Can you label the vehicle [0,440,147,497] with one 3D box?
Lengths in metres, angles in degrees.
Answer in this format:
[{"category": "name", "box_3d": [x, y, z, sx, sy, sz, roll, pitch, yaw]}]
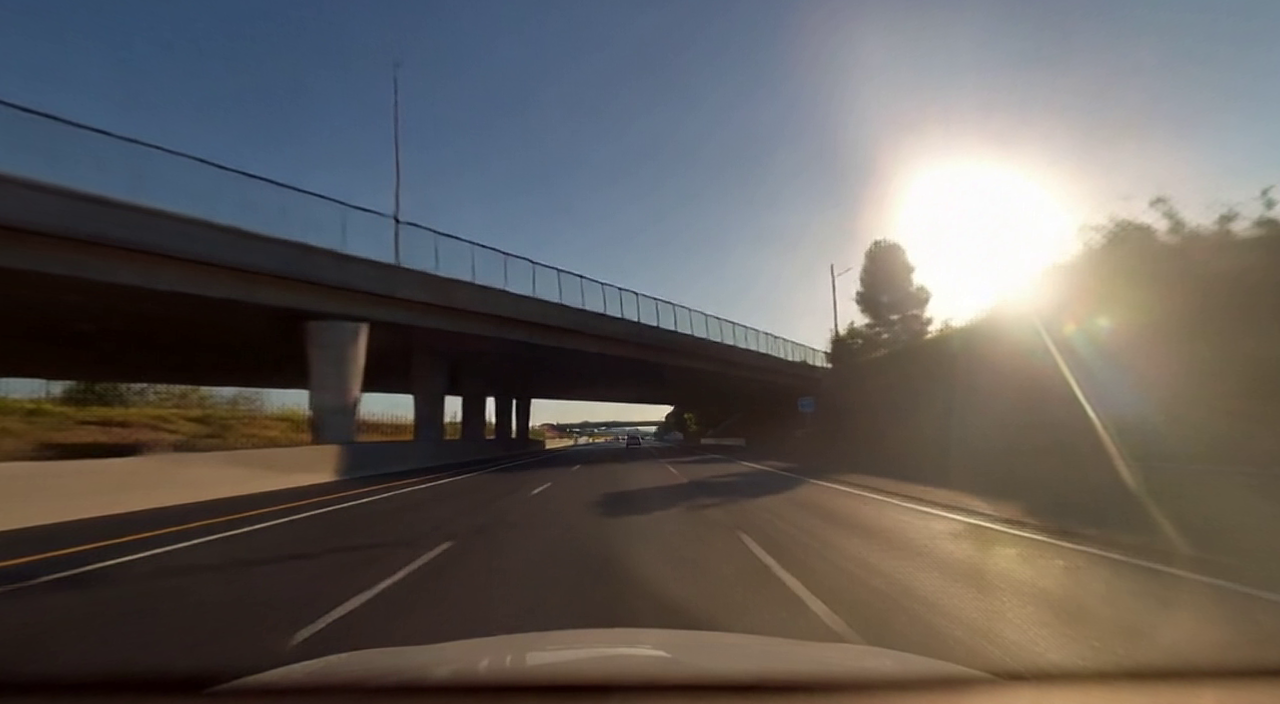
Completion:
[{"category": "vehicle", "box_3d": [-17.970, 3.505, 19.522, 1.875, 1.515, 4.299, 0, -8, 0]}]
